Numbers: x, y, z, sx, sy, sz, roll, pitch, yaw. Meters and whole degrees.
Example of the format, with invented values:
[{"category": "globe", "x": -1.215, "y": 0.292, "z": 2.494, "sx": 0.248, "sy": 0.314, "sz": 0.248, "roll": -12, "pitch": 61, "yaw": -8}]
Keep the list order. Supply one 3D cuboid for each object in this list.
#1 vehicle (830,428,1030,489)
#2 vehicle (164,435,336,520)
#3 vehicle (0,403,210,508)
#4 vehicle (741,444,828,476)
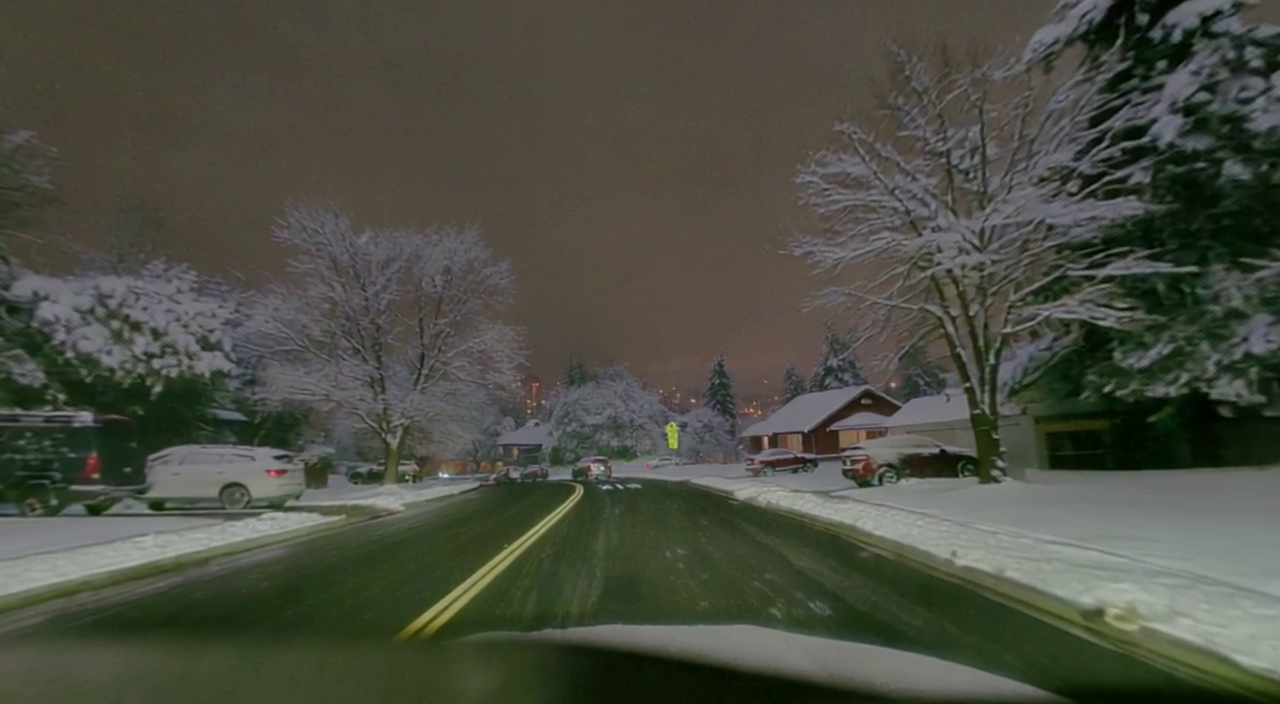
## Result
[{"category": "vehicle", "x": 9.266, "y": 3.363, "z": 20.238, "sx": 5.751, "sy": 1.733, "sz": 2.138, "roll": 2, "pitch": -9, "yaw": -17}, {"category": "vehicle", "x": -10.283, "y": 3.292, "z": 17.221, "sx": 2.073, "sy": 1.899, "sz": 4.869, "roll": 0, "pitch": -9, "yaw": -7}, {"category": "vehicle", "x": -14.171, "y": 2.484, "z": 15.204, "sx": 5.662, "sy": 2.292, "sz": 2.422, "roll": 1, "pitch": -10, "yaw": -14}, {"category": "vehicle", "x": 8.065, "y": 6.023, "z": 35.381, "sx": 4.284, "sy": 1.522, "sz": 1.893, "roll": 0, "pitch": -8, "yaw": -19}]
